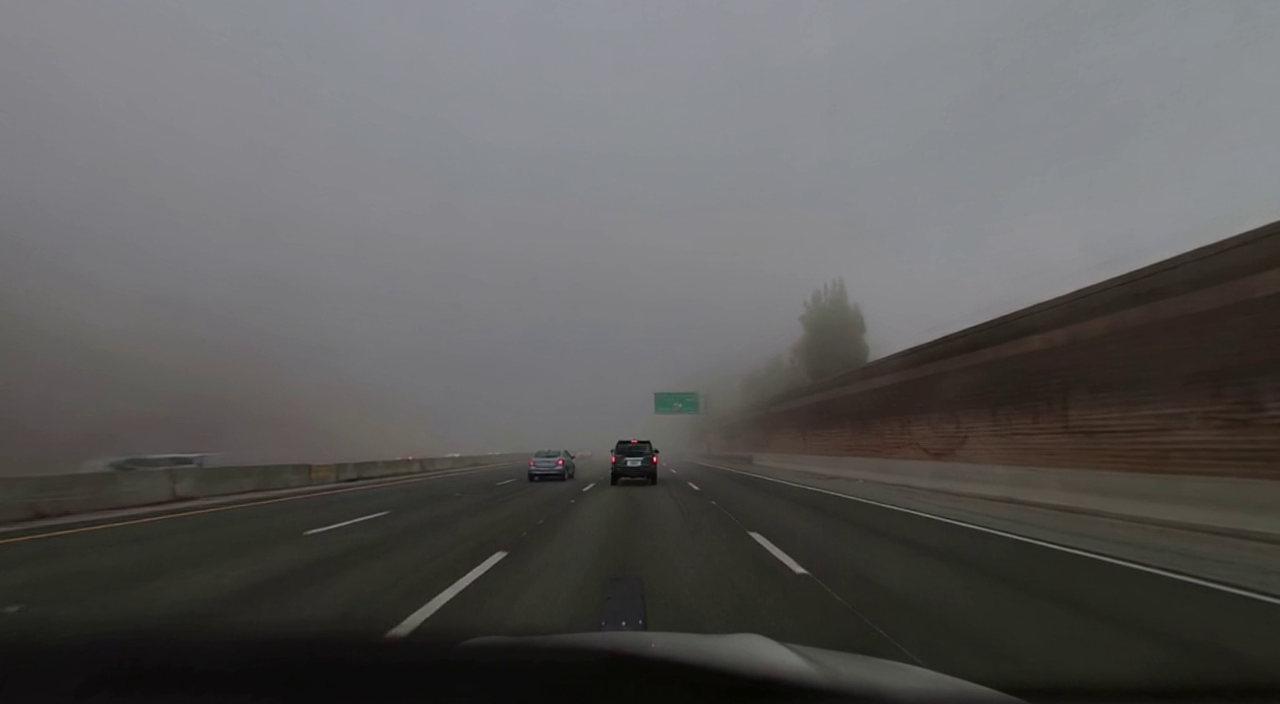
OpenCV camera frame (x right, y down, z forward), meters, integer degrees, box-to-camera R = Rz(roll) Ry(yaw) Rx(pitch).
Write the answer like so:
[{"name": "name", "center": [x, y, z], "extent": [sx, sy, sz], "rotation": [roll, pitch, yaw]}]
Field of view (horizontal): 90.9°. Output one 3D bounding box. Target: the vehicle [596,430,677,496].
[{"name": "vehicle", "center": [-0.069, 3.407, 19.661], "extent": [2.233, 1.804, 4.273], "rotation": [0, -9, 1]}]

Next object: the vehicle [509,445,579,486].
[{"name": "vehicle", "center": [-3.578, 4.303, 24.247], "extent": [1.967, 1.442, 4.143], "rotation": [0, -9, 1]}]
